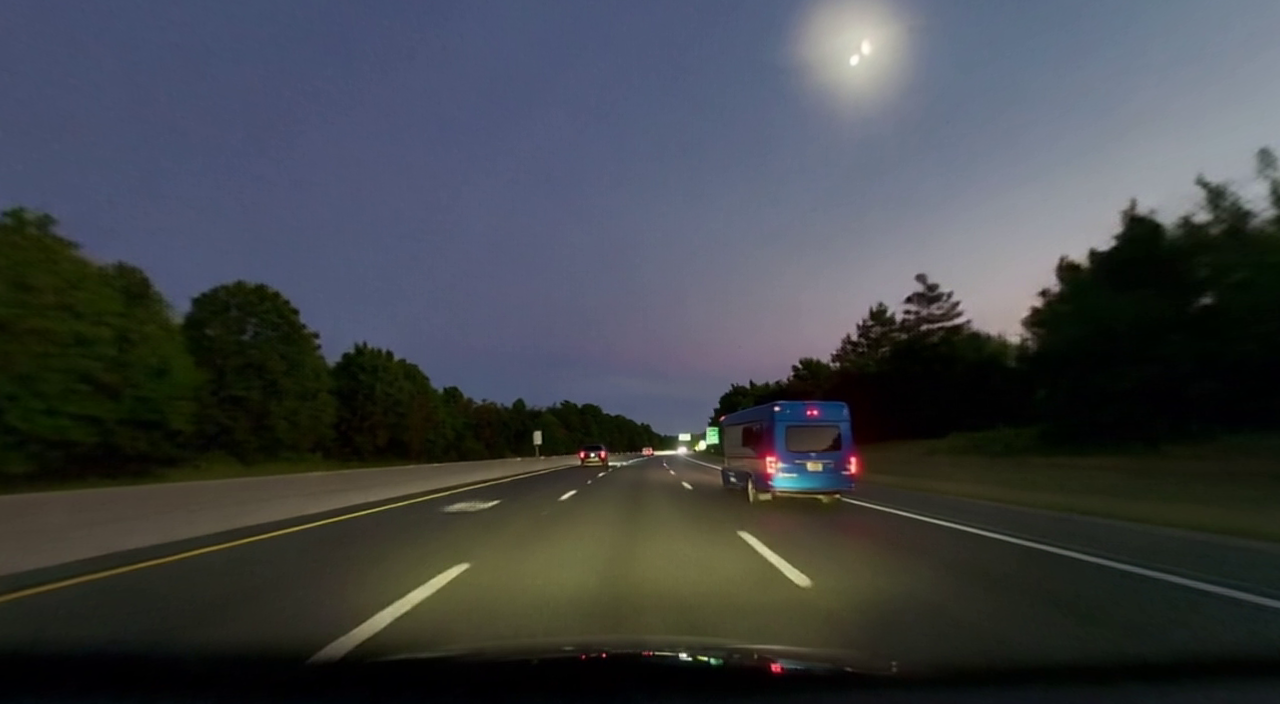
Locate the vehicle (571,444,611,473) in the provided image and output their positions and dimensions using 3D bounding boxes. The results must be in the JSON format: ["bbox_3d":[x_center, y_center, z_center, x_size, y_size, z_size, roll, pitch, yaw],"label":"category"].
[{"bbox_3d":[-2.887,6.401,38.107,2.020,1.619,4.690,0,-9,1],"label":"vehicle"}]

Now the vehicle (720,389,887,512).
[{"bbox_3d":[3.964,2.633,16.953,2.614,2.655,6.429,0,-9,-1],"label":"vehicle"}]
